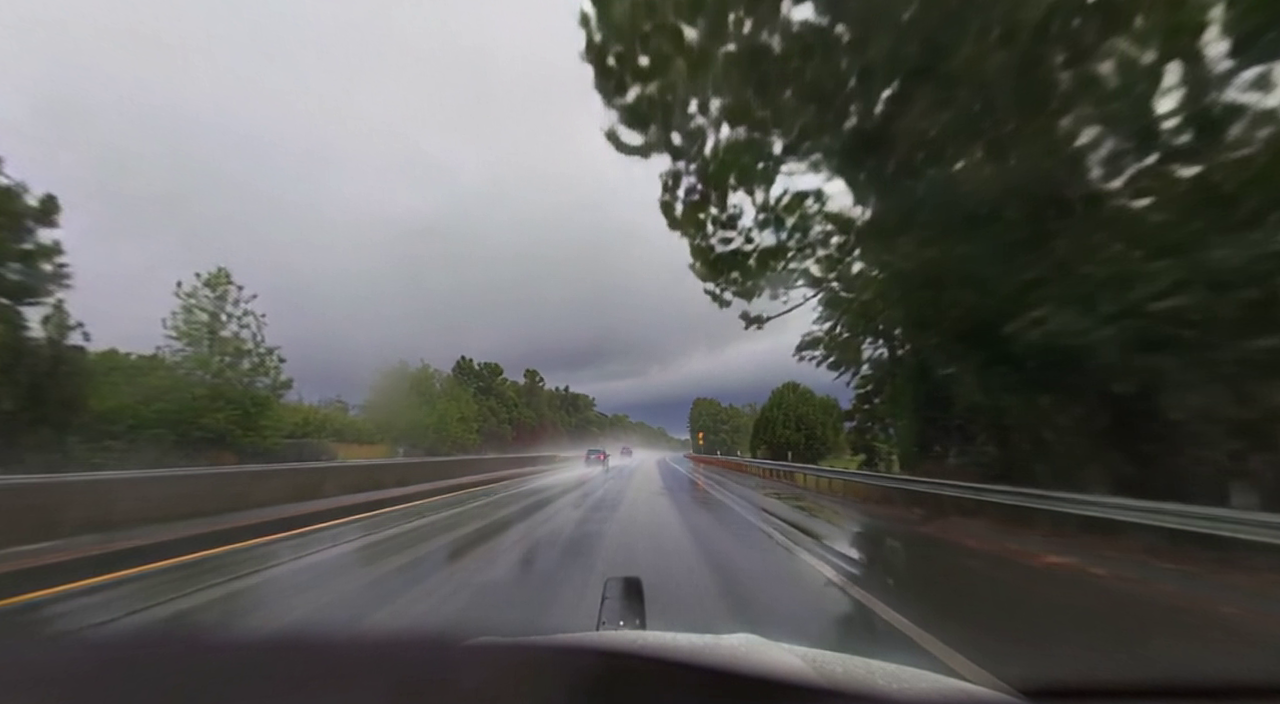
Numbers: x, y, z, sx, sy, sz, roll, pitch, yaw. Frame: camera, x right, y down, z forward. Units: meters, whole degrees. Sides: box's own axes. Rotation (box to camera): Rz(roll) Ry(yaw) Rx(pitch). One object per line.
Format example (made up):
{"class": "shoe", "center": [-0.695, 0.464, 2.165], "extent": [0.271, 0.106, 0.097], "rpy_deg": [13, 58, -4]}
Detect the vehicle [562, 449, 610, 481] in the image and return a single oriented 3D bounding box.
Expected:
{"class": "vehicle", "center": [-2.616, 5.628, 31.683], "extent": [1.917, 1.450, 3.997], "rpy_deg": [0, -9, 2]}
